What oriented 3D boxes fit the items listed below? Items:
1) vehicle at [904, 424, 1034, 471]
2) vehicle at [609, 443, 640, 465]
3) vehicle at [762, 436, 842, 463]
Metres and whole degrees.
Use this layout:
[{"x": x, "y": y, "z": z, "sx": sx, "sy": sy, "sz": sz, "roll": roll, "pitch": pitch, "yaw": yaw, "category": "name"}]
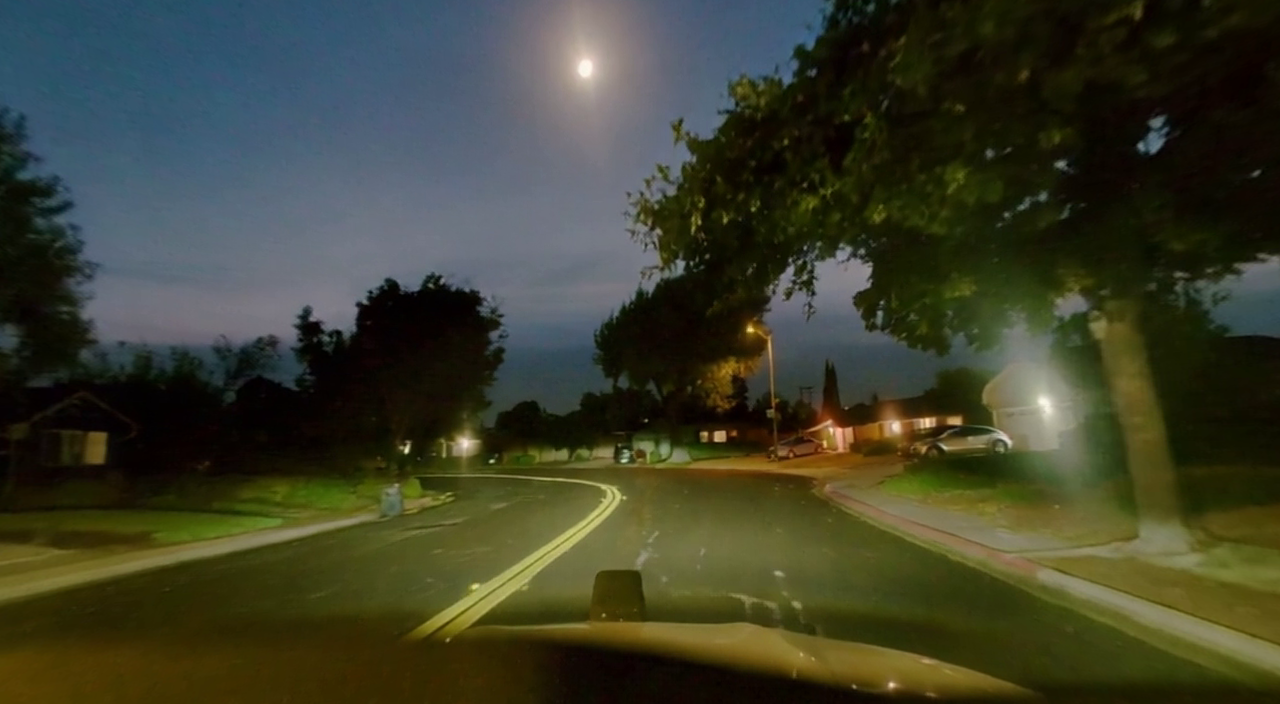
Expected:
[{"x": 13.962, "y": 4.109, "z": 27.024, "sx": 4.327, "sy": 1.573, "sz": 1.967, "roll": -5, "pitch": -10, "yaw": 4, "category": "vehicle"}, {"x": -1.185, "y": 7.931, "z": 49.456, "sx": 1.819, "sy": 1.442, "sz": 4.329, "roll": -2, "pitch": -6, "yaw": 7, "category": "vehicle"}, {"x": 10.705, "y": 6.436, "z": 41.691, "sx": 4.799, "sy": 1.451, "sz": 2.144, "roll": 1, "pitch": -8, "yaw": -26, "category": "vehicle"}]
